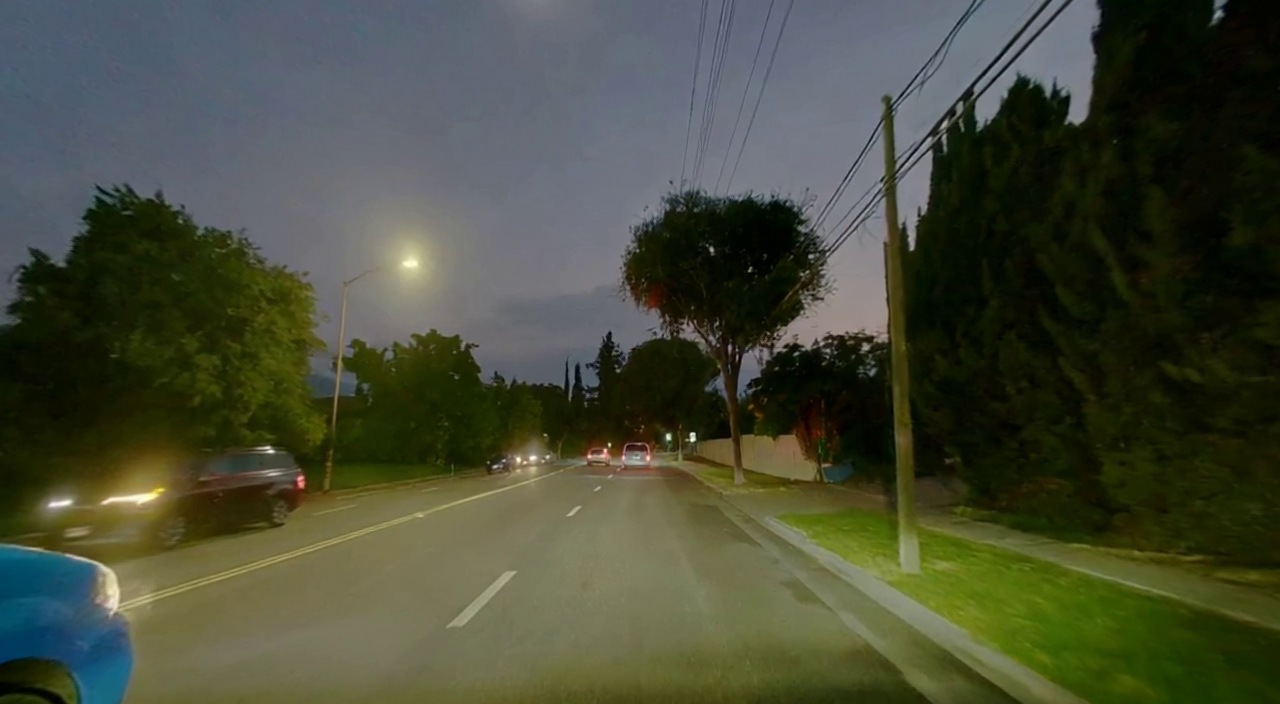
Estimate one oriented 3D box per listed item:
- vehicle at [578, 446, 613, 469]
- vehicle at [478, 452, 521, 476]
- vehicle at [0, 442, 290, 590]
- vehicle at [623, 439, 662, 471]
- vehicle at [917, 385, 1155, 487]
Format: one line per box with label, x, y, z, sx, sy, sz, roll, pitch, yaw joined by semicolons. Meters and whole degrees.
vehicle;-2.962;7.145;43.016;1.968;1.472;4.489;0;-8;2
vehicle;-9.741;7.812;44.120;1.879;1.494;4.445;-1;-8;2
vehicle;-7.534;2.219;9.470;1.977;1.680;4.245;-1;-8;2
vehicle;0.158;5.902;36.192;2.120;1.718;3.909;0;-8;0
vehicle;8.942;1.957;14.568;3.992;1.722;1.911;-7;-9;2
